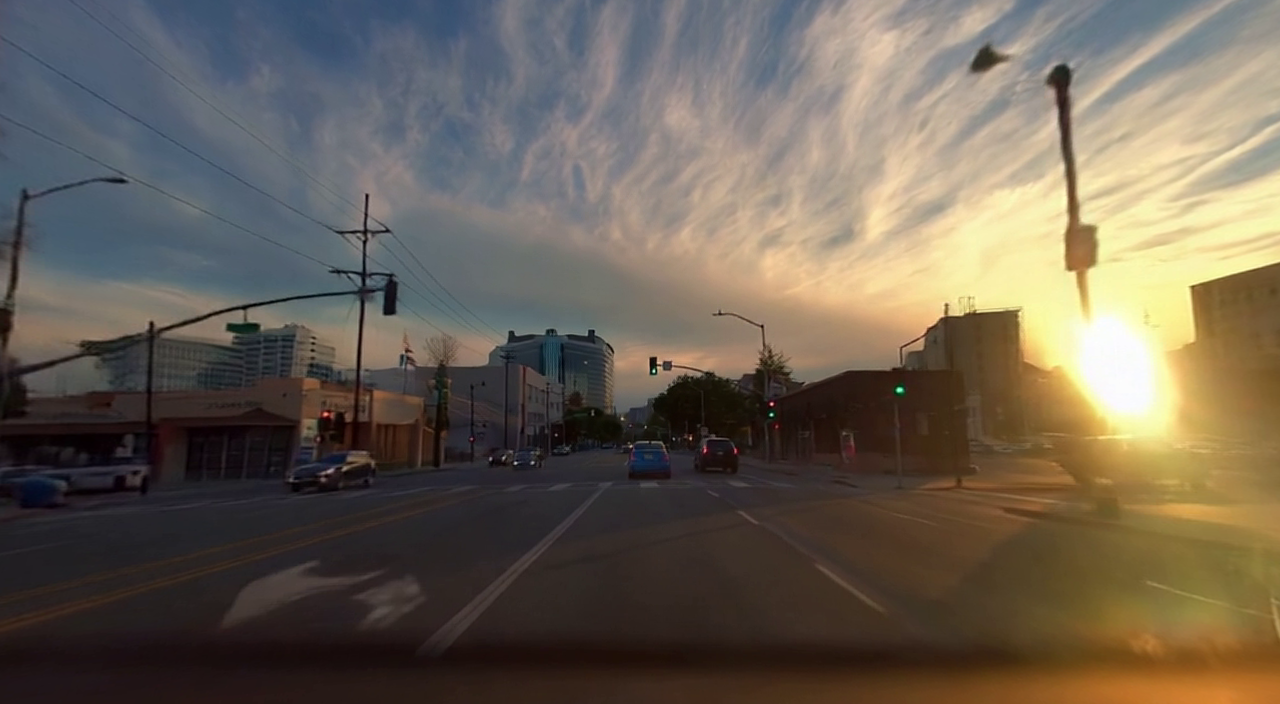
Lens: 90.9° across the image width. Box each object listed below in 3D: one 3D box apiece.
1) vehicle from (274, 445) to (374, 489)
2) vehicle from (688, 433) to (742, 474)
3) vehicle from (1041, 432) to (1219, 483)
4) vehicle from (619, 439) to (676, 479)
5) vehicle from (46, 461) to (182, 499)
[{"bbox_3d":[-13.869,5.059,28.031,2.082,1.772,4.447,0,-9,1],"label":"vehicle"},{"bbox_3d":[3.814,5.294,32.996,2.159,1.938,4.836,0,-9,-1],"label":"vehicle"},{"bbox_3d":[17.152,3.716,22.241,4.556,1.693,2.030,0,-9,-1],"label":"vehicle"},{"bbox_3d":[0.264,4.550,27.011,2.245,1.587,4.094,0,-9,-1],"label":"vehicle"},{"bbox_3d":[-23.907,5.798,28.778,4.404,1.618,1.968,0,-9,1],"label":"vehicle"}]
